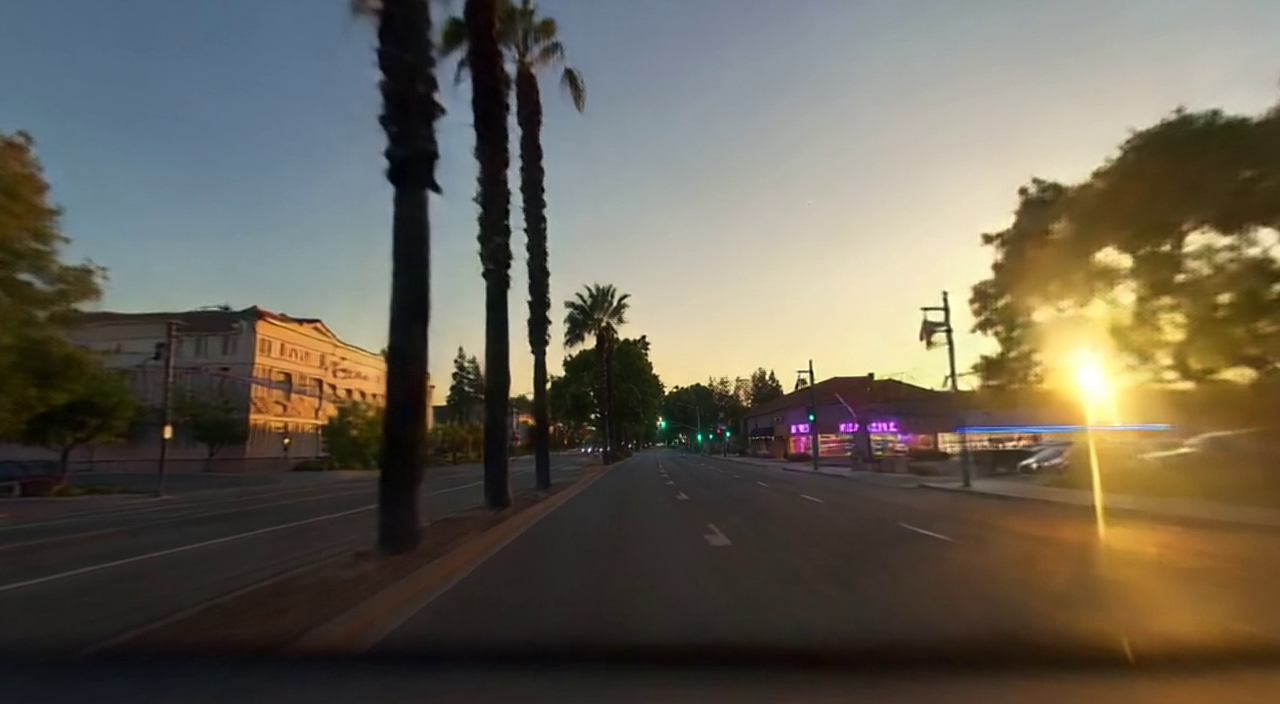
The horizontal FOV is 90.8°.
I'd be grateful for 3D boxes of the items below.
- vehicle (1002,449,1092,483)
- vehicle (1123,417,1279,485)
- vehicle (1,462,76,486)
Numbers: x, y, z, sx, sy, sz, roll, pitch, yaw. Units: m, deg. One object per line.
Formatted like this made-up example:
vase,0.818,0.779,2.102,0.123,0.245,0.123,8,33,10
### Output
vehicle,22.444,6.279,35.075,1.996,1.683,4.379,0,-8,-1
vehicle,21.307,3.436,22.064,6.489,2.179,2.882,0,-9,-1
vehicle,-42.176,8.511,44.294,4.558,1.473,2.088,-4,-9,24
